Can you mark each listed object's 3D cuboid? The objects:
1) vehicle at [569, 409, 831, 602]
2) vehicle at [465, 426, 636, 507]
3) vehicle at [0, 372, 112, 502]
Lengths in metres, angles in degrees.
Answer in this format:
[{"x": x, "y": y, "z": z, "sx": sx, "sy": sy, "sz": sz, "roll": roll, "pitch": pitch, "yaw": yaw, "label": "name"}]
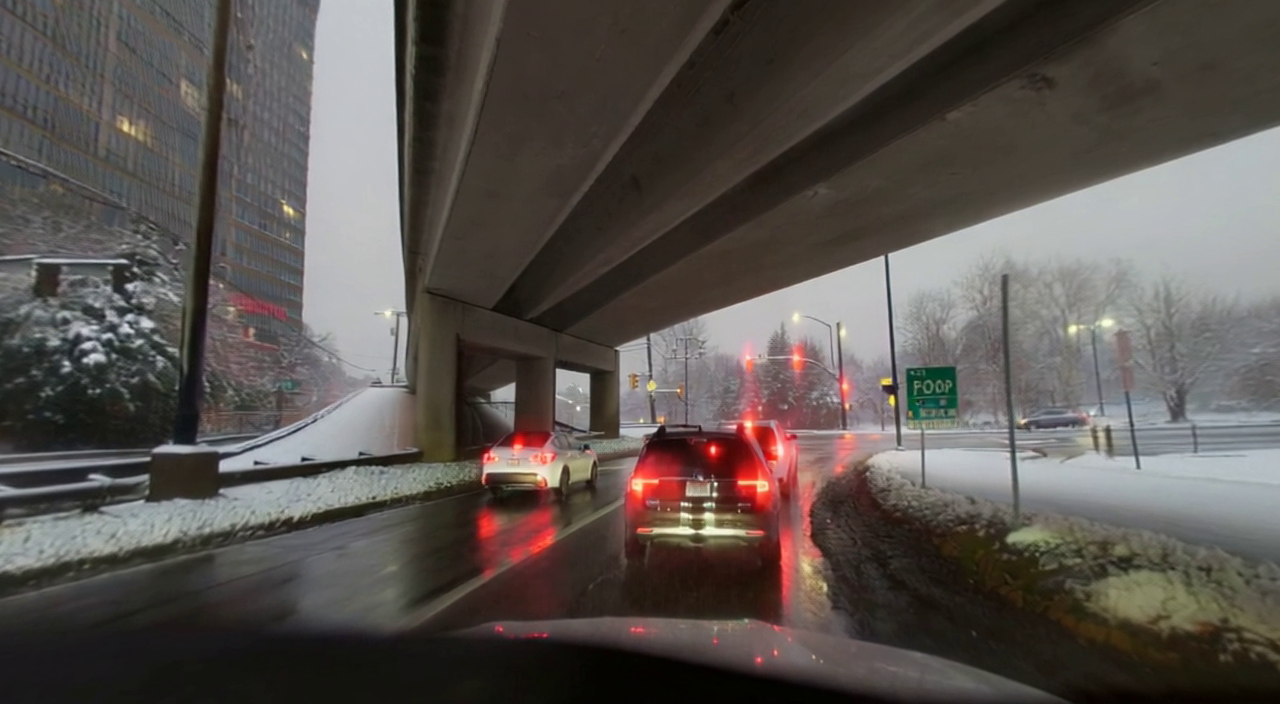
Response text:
[{"x": 0.807, "y": 1.602, "z": 7.547, "sx": 2.195, "sy": 1.571, "sz": 4.353, "roll": -2, "pitch": -8, "yaw": 9, "label": "vehicle"}, {"x": -1.783, "y": 2.555, "z": 14.553, "sx": 2.214, "sy": 1.519, "sz": 4.704, "roll": -2, "pitch": -9, "yaw": 15, "label": "vehicle"}, {"x": -24.372, "y": 2.700, "z": 18.734, "sx": 13.064, "sy": 3.755, "sz": 3.269, "roll": 0, "pitch": -8, "yaw": -13, "label": "vehicle"}]
